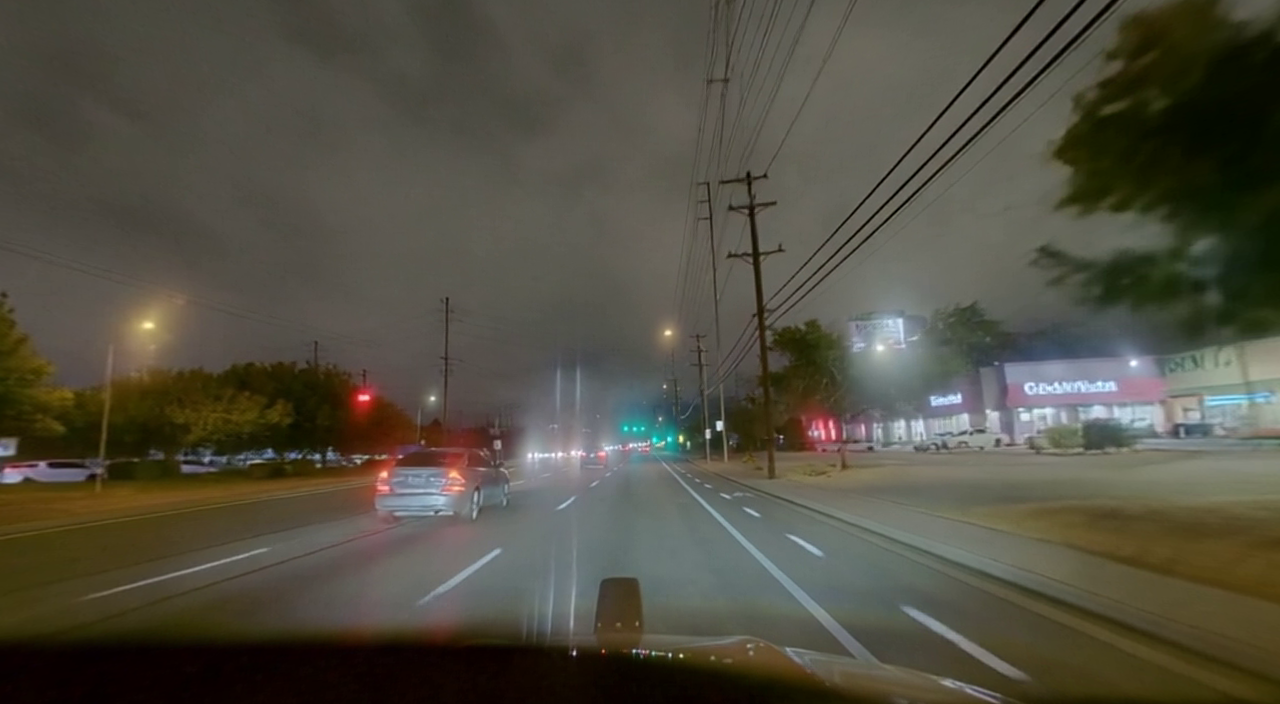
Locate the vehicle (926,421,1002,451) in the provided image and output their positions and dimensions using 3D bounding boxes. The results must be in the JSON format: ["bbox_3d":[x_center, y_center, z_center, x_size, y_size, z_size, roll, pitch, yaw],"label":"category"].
[{"bbox_3d":[23.030,6.021,45.056,2.266,1.951,5.849,2,-8,-1],"label":"vehicle"}]

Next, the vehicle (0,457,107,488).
[{"bbox_3d":[-40.275,8.119,42.619,5.876,1.927,2.237,5,-10,-26],"label":"vehicle"}]

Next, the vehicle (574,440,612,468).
[{"bbox_3d":[-3.072,6.772,41.813,2.087,1.736,4.311,0,-9,1],"label":"vehicle"}]

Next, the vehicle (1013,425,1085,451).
[{"bbox_3d":[28.961,6.110,44.757,1.985,1.739,4.397,1,-8,-4],"label":"vehicle"}]

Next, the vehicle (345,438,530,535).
[{"bbox_3d":[-3.530,2.428,12.016,1.942,1.469,4.426,0,-9,2],"label":"vehicle"}]

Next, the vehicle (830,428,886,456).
[{"bbox_3d":[17.191,7.111,49.598,4.319,1.812,2.020,2,-11,-39],"label":"vehicle"}]
